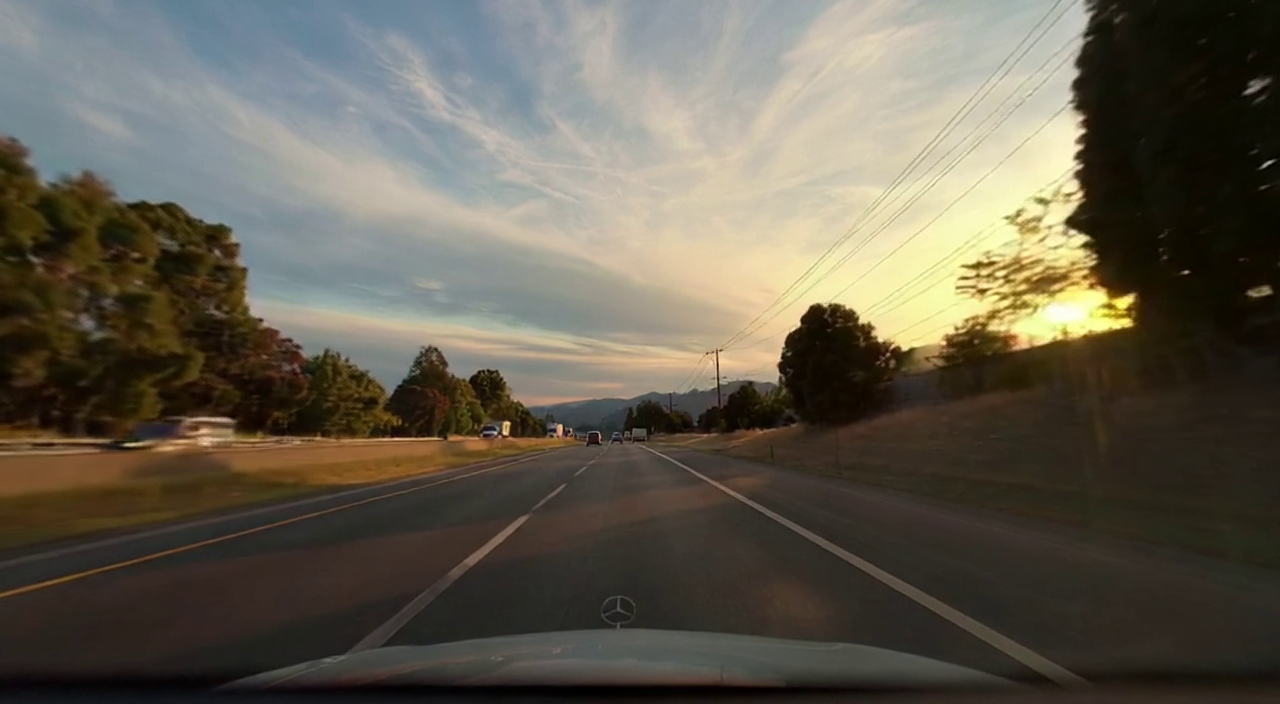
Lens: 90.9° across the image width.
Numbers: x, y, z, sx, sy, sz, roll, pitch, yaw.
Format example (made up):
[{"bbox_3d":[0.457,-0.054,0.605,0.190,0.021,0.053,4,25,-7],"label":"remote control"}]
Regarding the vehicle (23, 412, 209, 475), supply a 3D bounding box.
[{"bbox_3d":[-12.728,2.240,15.610,1.657,1.367,3.463,0,-8,-2],"label":"vehicle"}]
